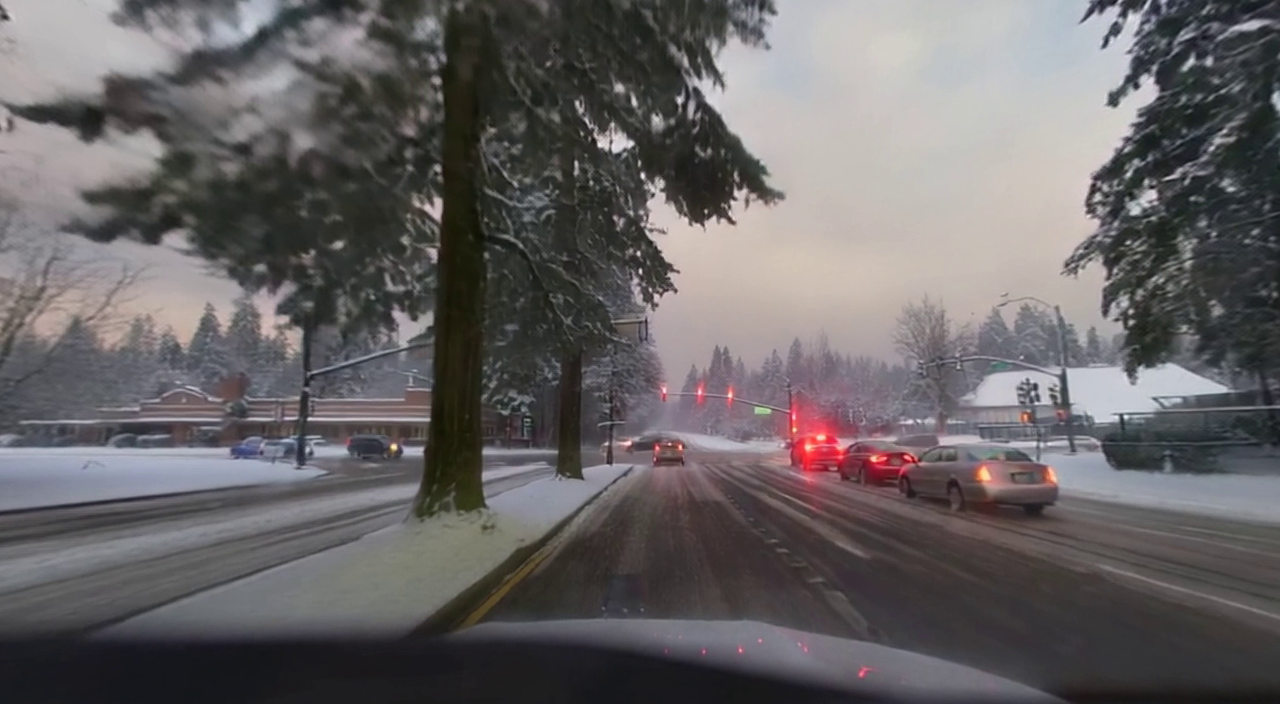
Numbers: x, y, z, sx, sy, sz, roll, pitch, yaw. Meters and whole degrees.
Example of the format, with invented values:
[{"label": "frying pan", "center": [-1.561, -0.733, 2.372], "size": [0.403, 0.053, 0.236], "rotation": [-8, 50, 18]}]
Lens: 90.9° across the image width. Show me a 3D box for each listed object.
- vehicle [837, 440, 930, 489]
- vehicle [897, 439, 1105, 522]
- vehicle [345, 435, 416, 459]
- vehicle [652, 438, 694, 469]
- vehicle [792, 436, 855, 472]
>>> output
[{"label": "vehicle", "center": [8.039, 3.722, 21.197], "size": [1.726, 1.467, 3.793], "rotation": [-1, -8, 2]}, {"label": "vehicle", "center": [7.535, 2.688, 13.876], "size": [1.947, 1.478, 4.731], "rotation": [-1, -8, 3]}, {"label": "vehicle", "center": [-20.501, 7.503, 49.953], "size": [4.786, 1.803, 1.967], "rotation": [-1, -8, 6]}, {"label": "vehicle", "center": [1.662, 5.217, 32.649], "size": [2.041, 1.485, 3.813], "rotation": [-1, -8, 2]}, {"label": "vehicle", "center": [8.592, 4.821, 29.932], "size": [1.901, 1.577, 4.348], "rotation": [-1, -8, 3]}]
